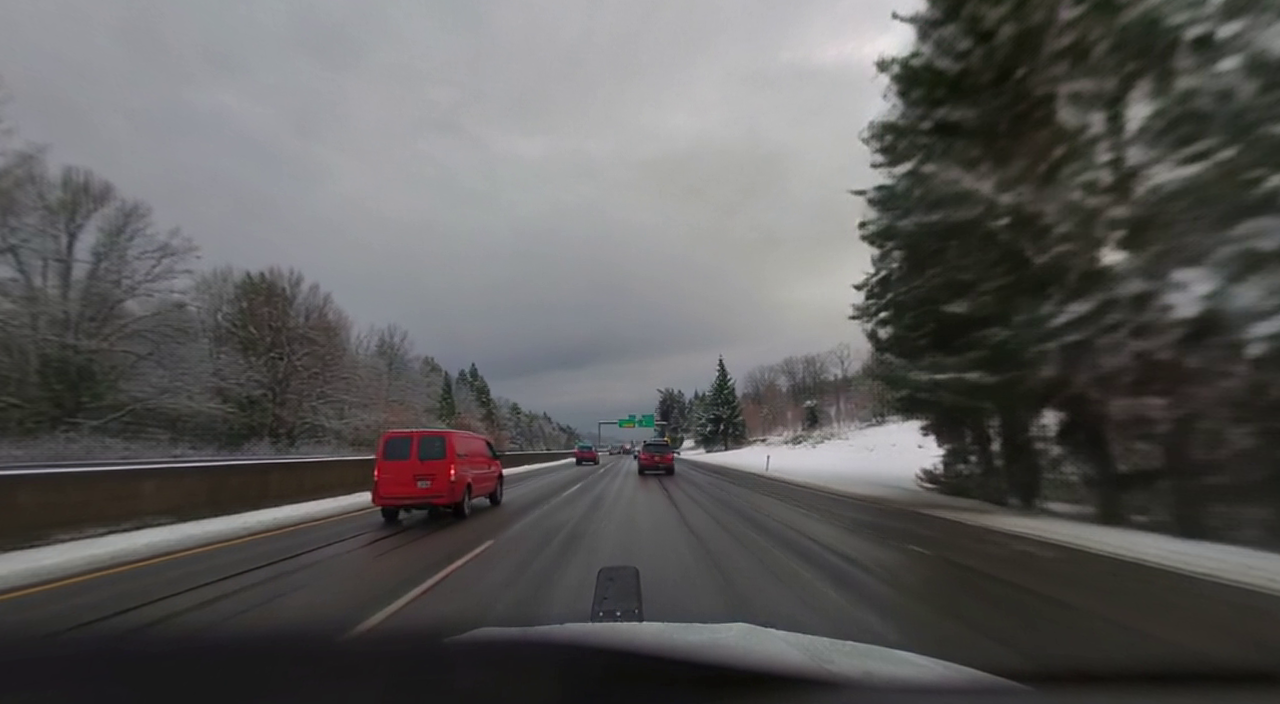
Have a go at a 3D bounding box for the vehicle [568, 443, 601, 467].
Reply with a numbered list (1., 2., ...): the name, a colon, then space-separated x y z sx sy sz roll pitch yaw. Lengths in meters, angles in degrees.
1. vehicle: -4.110 7.702 46.919 2.088 1.688 4.365 0 -9 -1

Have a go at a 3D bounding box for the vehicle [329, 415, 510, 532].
1. vehicle: -3.833 2.185 11.751 2.021 1.790 3.907 0 -9 -1

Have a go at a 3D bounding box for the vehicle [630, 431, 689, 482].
1. vehicle: 0.700 4.363 26.283 2.179 1.930 4.538 0 -9 -2
